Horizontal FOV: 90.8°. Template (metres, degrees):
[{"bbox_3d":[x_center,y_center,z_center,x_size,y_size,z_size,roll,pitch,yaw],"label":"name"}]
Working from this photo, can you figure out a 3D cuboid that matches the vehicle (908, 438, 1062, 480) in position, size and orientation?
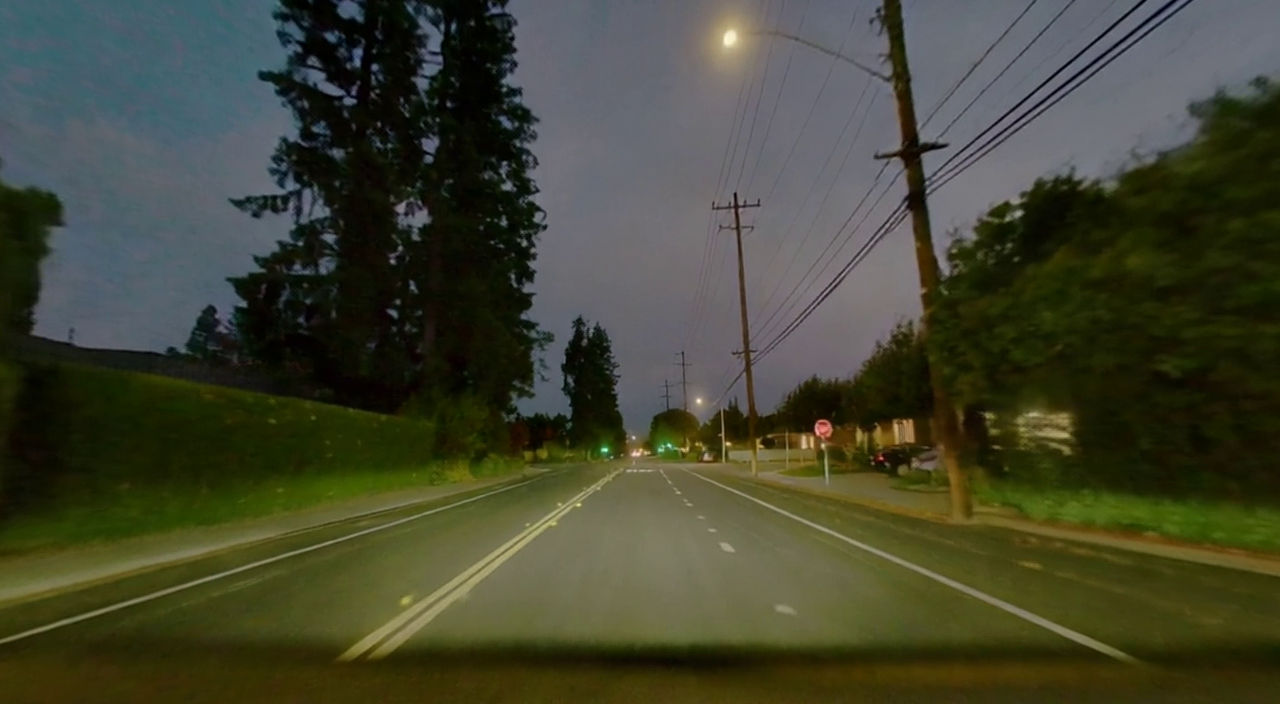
[{"bbox_3d":[12.833,4.007,23.717,4.650,1.484,1.929,0,-9,-1],"label":"vehicle"}]
